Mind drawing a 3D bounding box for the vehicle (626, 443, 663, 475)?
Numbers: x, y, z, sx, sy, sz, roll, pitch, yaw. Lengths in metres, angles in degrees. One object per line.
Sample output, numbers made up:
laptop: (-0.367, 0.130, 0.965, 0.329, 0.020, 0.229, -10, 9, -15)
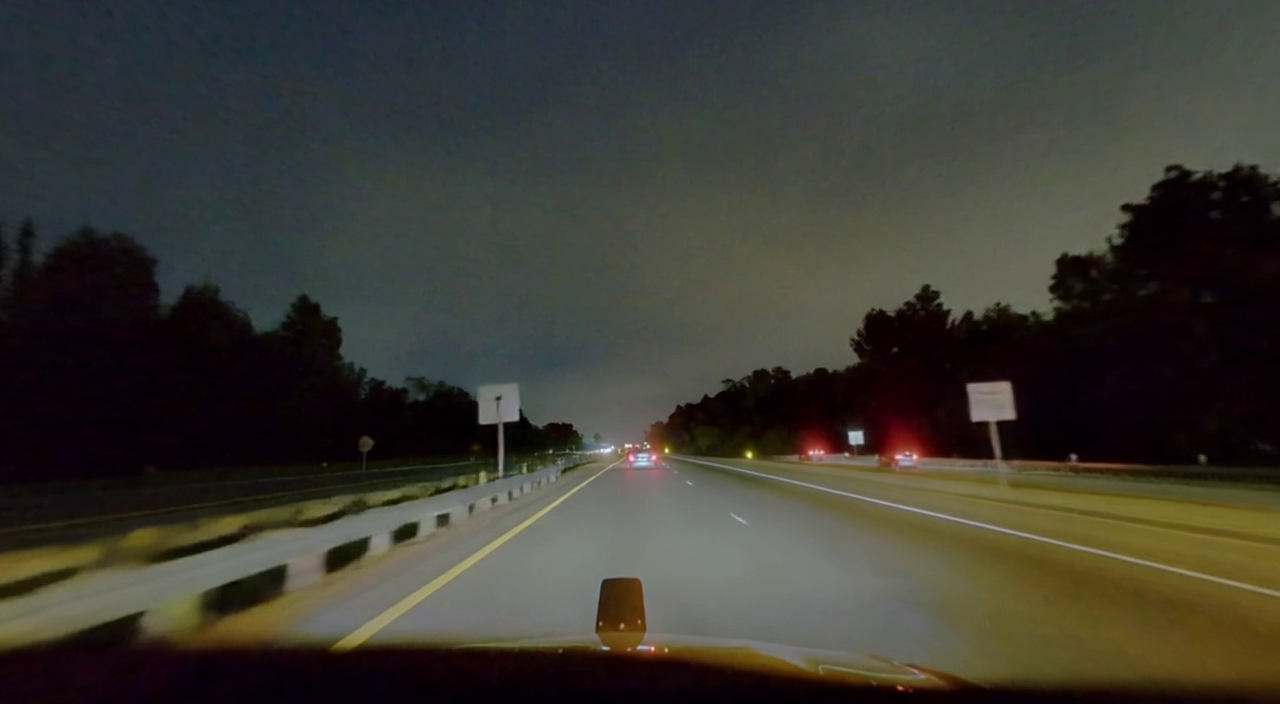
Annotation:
vehicle: (0.208, 6.022, 35.622, 1.987, 1.658, 3.620, 0, -9, 0)
